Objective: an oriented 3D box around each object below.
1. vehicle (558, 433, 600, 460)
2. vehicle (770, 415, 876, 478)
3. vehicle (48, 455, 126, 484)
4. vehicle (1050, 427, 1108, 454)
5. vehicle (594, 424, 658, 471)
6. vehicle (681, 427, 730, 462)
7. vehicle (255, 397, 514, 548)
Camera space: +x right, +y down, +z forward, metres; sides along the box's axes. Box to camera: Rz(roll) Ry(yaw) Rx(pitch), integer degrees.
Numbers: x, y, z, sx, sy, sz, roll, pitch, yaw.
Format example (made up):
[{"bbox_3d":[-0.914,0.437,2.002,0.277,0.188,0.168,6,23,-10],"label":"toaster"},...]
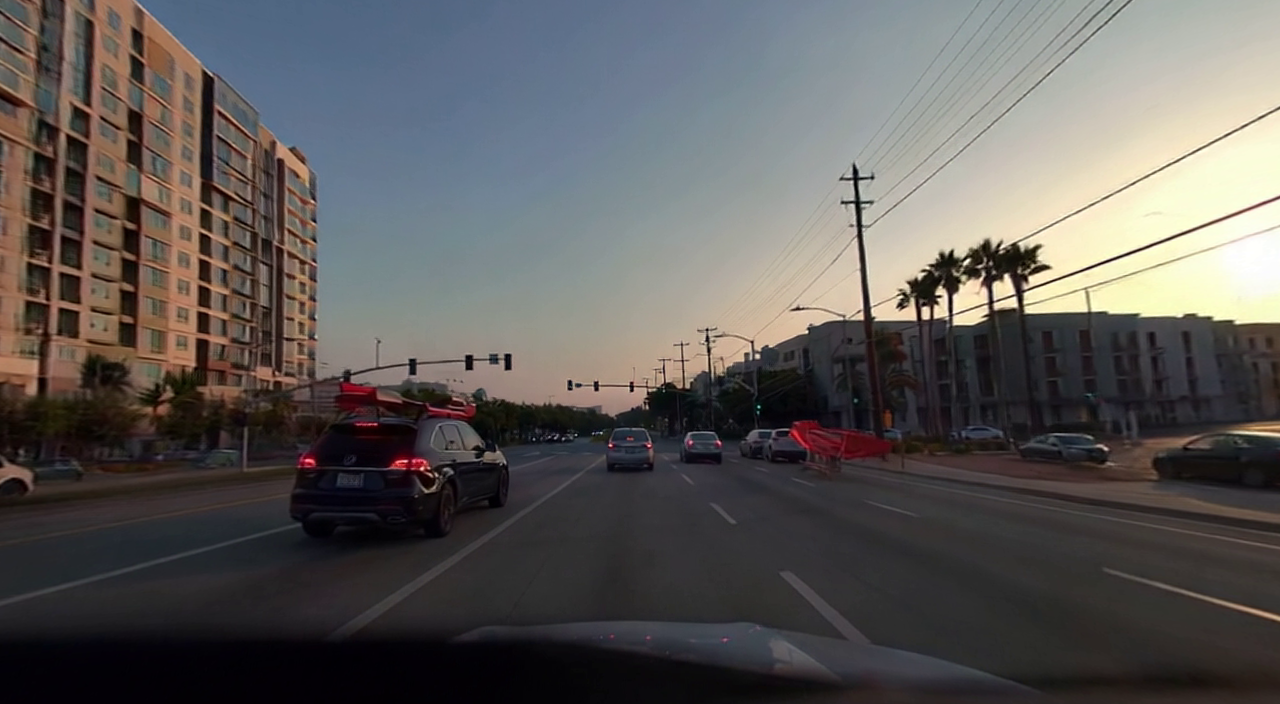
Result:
[{"bbox_3d":[-3.467,5.457,36.511,1.973,1.504,3.895,0,-9,0],"label":"vehicle"},{"bbox_3d":[6.424,3.419,22.904,2.130,1.979,5.310,0,-9,-1],"label":"vehicle"},{"bbox_3d":[-31.303,6.613,35.922,1.879,1.448,4.729,4,-9,-24],"label":"vehicle"},{"bbox_3d":[26.042,5.291,37.622,2.020,1.501,4.732,-4,-9,25],"label":"vehicle"},{"bbox_3d":[-0.541,3.783,24.980,2.302,1.681,4.217,0,-9,-1],"label":"vehicle"},{"bbox_3d":[3.220,4.673,31.871,1.975,1.598,4.025,0,-9,-1],"label":"vehicle"},{"bbox_3d":[-3.465,1.756,9.740,2.136,1.779,4.417,0,-9,0],"label":"vehicle"}]
